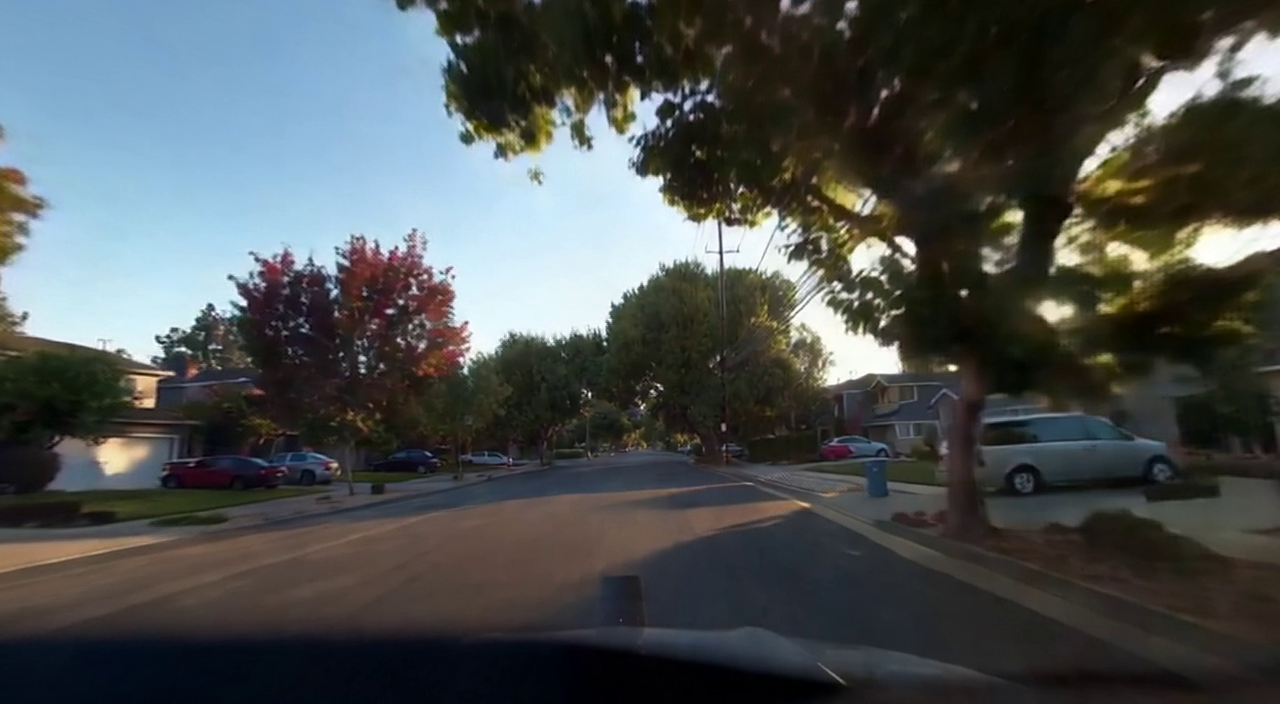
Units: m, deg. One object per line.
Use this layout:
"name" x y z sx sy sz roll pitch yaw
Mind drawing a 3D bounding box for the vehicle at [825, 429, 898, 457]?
"vehicle" 15.246 6.333 43.701 4.373 1.759 2.093 0 -9 7

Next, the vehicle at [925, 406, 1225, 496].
"vehicle" 9.683 2.252 14.454 5.273 1.868 2.070 0 -9 0

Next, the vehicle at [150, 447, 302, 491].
"vehicle" -16.245 4.599 24.993 4.482 1.648 2.169 0 -9 1

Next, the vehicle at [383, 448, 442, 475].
"vehicle" -14.737 7.081 41.242 1.978 1.586 5.192 0 -9 0

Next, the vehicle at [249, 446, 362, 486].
"vehicle" -15.065 5.111 28.535 4.232 1.693 1.949 -2 -9 16
